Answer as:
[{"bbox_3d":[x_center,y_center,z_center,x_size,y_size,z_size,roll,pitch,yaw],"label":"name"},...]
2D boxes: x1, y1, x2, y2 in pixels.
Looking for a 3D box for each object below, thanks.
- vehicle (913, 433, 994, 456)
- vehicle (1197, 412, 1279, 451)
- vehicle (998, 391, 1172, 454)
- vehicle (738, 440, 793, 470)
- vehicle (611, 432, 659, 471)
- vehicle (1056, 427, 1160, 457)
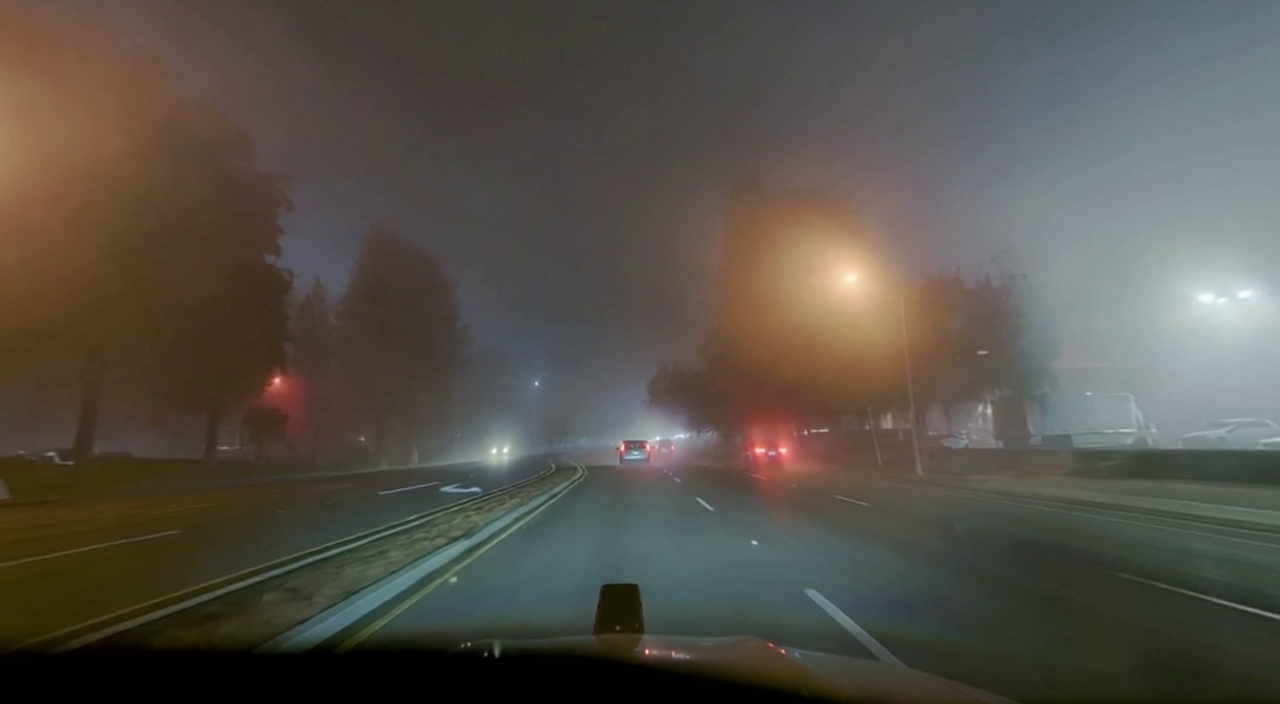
[{"bbox_3d":[20.837,6.163,42.098,4.249,1.420,2.039,0,-8,-1],"label":"vehicle"},{"bbox_3d":[36.596,4.814,37.902,2.004,2.133,4.736,0,-8,2],"label":"vehicle"},{"bbox_3d":[23.936,3.847,34.290,7.258,3.283,2.680,0,-8,0],"label":"vehicle"},{"bbox_3d":[6.858,5.673,35.032,2.029,1.548,4.422,0,-8,-2],"label":"vehicle"},{"bbox_3d":[-0.275,4.931,31.437,2.227,1.794,4.457,0,-8,-1],"label":"vehicle"},{"bbox_3d":[23.325,4.508,31.576,3.651,1.409,1.857,0,-8,1],"label":"vehicle"}]
